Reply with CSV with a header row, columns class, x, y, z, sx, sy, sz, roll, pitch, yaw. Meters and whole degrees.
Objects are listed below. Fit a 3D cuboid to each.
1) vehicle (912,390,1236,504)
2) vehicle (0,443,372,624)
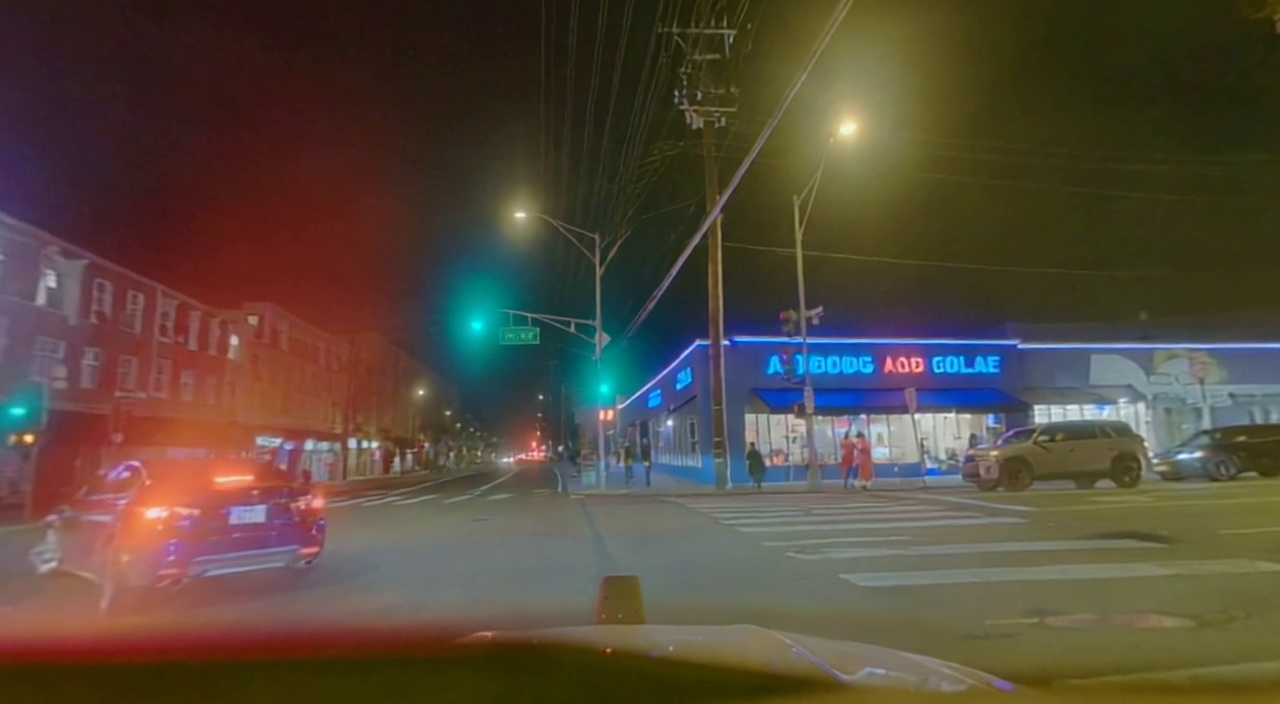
class,x,y,z,sx,sy,sz,roll,pitch,yaw
vehicle,8.503,1.884,12.686,4.970,1.972,2.372,1,-9,-11
vehicle,-5.436,1.805,7.309,4.439,1.457,2.097,-6,-10,33
